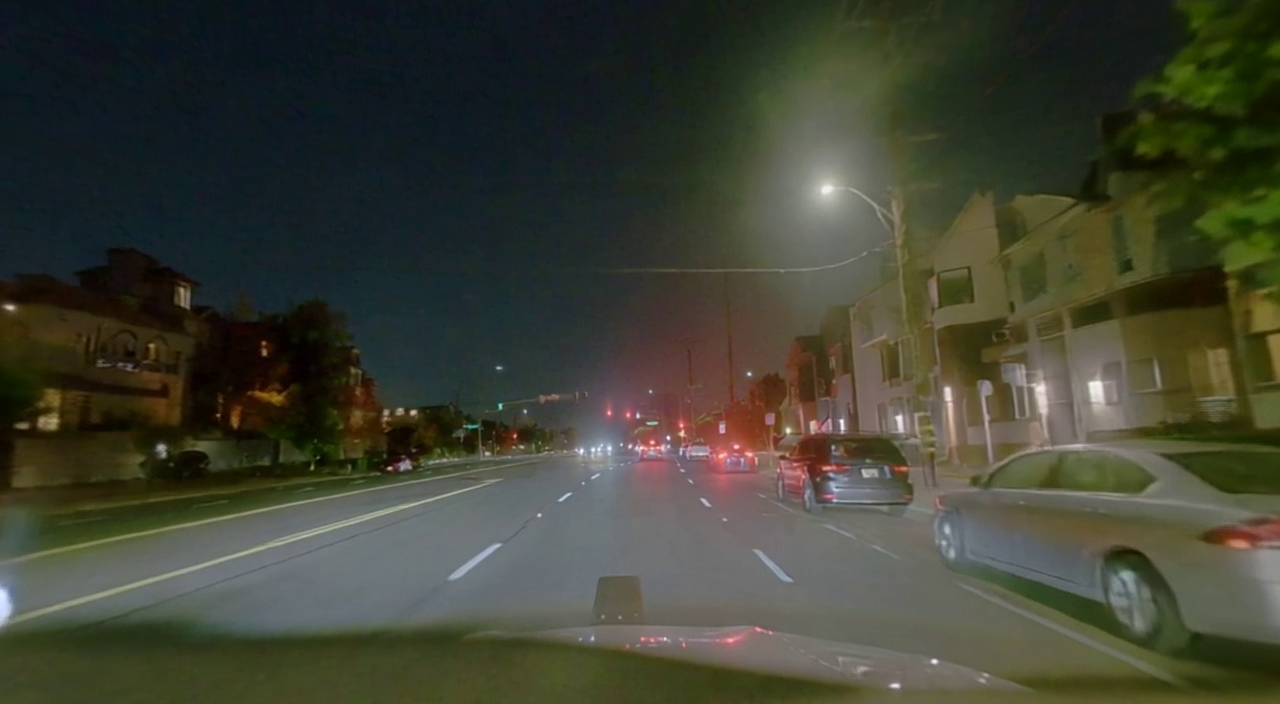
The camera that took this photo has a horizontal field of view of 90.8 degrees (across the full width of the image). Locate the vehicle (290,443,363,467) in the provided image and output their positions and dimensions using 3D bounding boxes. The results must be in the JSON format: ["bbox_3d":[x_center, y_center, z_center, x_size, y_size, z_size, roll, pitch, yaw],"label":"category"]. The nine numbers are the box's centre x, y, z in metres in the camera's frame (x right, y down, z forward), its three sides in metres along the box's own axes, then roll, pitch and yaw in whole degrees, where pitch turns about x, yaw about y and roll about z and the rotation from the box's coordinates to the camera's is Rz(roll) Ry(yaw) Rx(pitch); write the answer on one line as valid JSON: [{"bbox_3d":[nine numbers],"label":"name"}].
[{"bbox_3d":[-22.139,7.274,44.703,4.091,1.614,1.910,0,-8,-1],"label":"vehicle"}]

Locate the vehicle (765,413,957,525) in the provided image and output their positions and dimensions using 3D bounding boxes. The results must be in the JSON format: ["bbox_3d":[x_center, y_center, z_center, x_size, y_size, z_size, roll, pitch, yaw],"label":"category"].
[{"bbox_3d":[4.021,2.219,12.491,2.069,1.780,4.480,0,-8,-1],"label":"vehicle"}]

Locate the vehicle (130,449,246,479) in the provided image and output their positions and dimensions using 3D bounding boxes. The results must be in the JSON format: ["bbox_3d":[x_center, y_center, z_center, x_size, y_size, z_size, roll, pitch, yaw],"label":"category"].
[{"bbox_3d":[-22.308,5.521,31.272,4.397,1.423,1.789,-1,-8,2],"label":"vehicle"}]

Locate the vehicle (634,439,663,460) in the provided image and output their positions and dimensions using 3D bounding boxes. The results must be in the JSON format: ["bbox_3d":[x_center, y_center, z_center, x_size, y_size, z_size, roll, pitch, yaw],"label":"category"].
[{"bbox_3d":[0.603,7.103,46.164,2.081,1.475,4.361,0,-8,0],"label":"vehicle"}]

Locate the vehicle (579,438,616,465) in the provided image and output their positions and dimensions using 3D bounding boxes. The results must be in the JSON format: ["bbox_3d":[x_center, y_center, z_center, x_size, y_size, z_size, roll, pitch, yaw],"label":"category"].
[{"bbox_3d":[-2.518,6.015,38.322,1.986,1.508,4.261,0,-8,0],"label":"vehicle"}]

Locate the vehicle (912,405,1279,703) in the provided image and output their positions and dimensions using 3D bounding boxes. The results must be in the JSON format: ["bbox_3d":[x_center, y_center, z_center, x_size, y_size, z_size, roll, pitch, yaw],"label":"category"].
[{"bbox_3d":[3.935,1.207,4.449,1.956,1.468,4.524,0,-8,-1],"label":"vehicle"}]

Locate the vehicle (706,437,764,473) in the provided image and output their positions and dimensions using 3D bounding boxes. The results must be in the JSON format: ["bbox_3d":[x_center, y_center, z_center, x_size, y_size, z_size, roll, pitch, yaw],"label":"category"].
[{"bbox_3d":[4.208,4.631,28.572,1.964,1.485,4.454,0,-8,1],"label":"vehicle"}]
